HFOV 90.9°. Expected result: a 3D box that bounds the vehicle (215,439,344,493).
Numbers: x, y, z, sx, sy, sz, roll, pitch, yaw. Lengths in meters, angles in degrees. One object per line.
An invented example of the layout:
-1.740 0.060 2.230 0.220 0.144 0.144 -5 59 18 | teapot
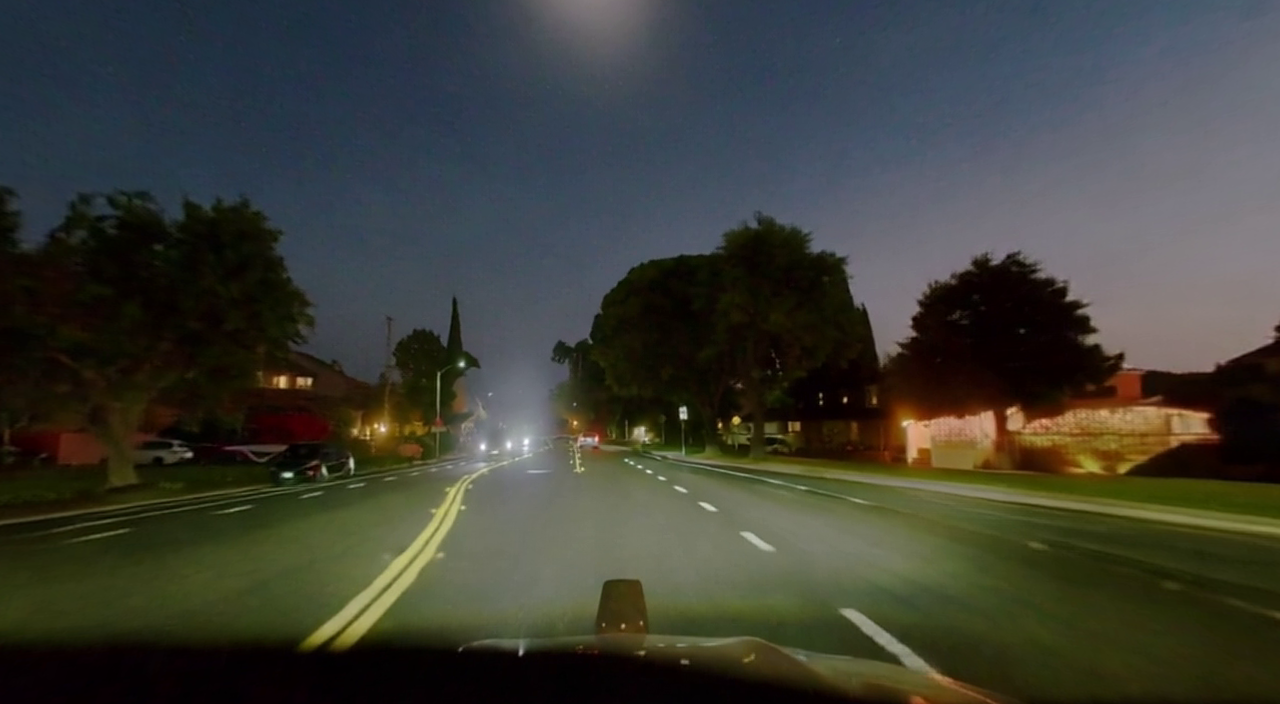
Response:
-12.348 3.877 21.952 1.881 1.655 4.177 -1 -8 2 | vehicle

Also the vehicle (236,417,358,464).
-21.426 5.533 39.532 6.474 2.781 2.364 -1 -8 9 | vehicle

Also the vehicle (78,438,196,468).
-25.347 5.093 31.872 4.450 1.482 1.948 -1 -8 5 | vehicle

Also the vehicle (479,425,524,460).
-8.693 5.730 40.005 2.281 2.069 4.797 1 -8 -7 | vehicle
